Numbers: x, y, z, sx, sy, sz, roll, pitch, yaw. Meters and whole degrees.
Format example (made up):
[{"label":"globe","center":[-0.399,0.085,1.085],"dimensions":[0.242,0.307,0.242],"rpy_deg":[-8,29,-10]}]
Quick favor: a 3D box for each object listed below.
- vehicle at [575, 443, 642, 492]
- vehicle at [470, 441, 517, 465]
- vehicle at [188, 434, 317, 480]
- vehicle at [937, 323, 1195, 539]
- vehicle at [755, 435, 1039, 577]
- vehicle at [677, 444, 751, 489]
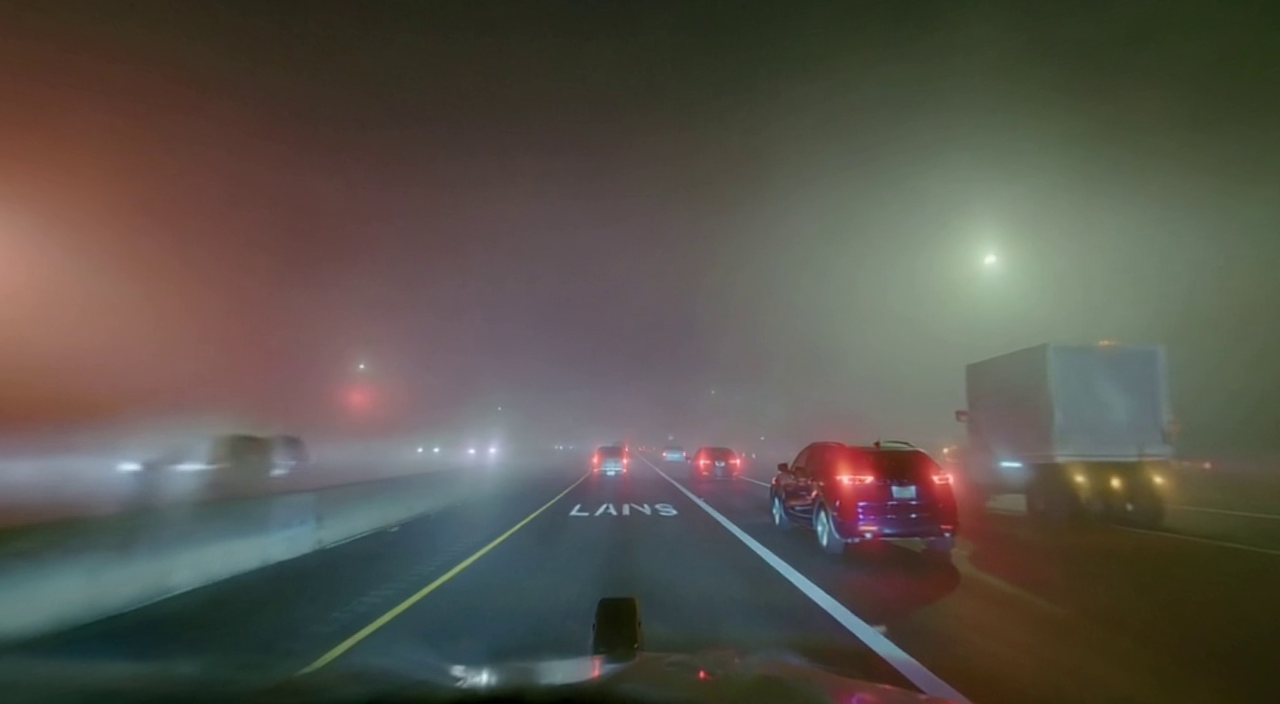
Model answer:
[{"label":"vehicle","center":[-1.012,3.892,21.598],"dimensions":[2.069,1.470,4.004],"rpy_deg":[0,-9,-1]},{"label":"vehicle","center":[-9.839,6.844,42.788],"dimensions":[2.007,1.555,4.466],"rpy_deg":[0,-9,1]},{"label":"vehicle","center":[-13.639,3.738,22.622],"dimensions":[1.828,1.471,4.406],"rpy_deg":[0,-9,0]},{"label":"vehicle","center":[7.672,1.493,11.927],"dimensions":[2.575,3.519,2.984],"rpy_deg":[0,-9,2]},{"label":"vehicle","center":[3.095,1.942,8.807],"dimensions":[1.996,1.455,4.281],"rpy_deg":[0,-9,-2]},{"label":"vehicle","center":[2.607,4.172,23.379],"dimensions":[2.042,1.460,4.451],"rpy_deg":[0,-9,-3]}]
